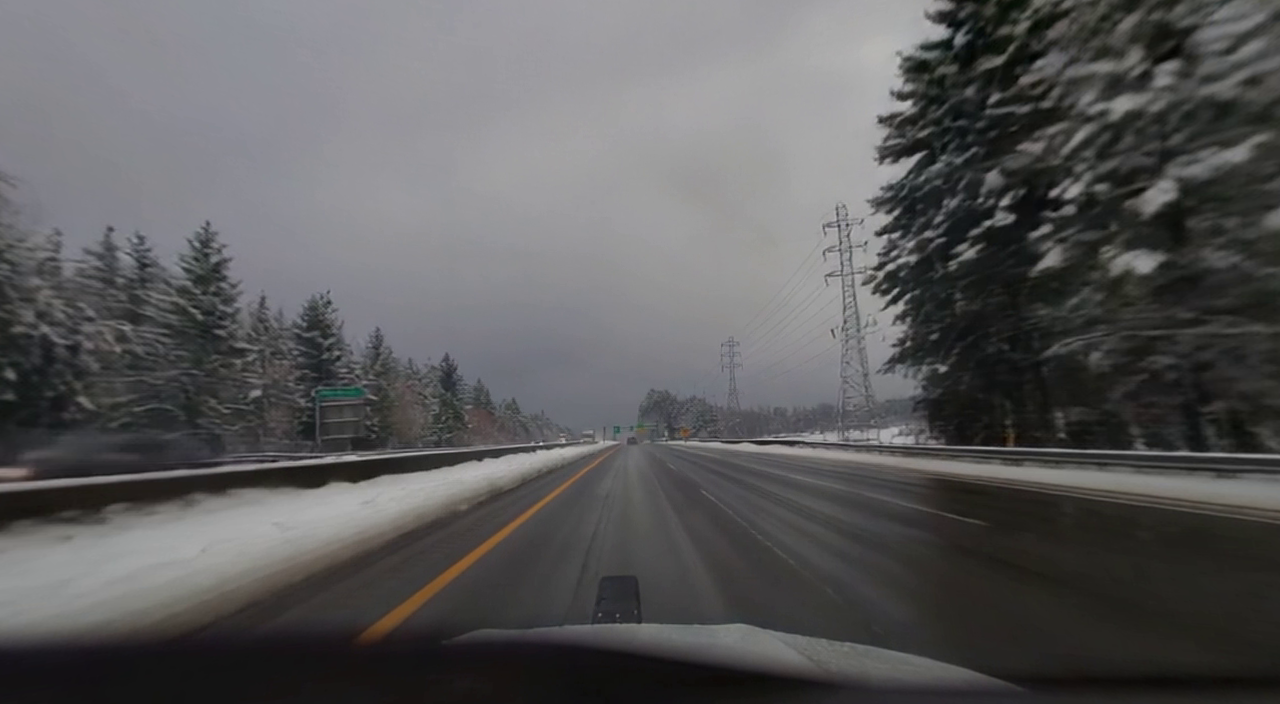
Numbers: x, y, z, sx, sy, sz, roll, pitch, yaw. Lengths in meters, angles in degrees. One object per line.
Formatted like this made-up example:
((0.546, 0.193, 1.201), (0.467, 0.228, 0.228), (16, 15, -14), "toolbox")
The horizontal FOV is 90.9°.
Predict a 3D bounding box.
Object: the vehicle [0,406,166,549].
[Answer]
((-9.348, 1.695, 8.664), (2.174, 1.820, 4.527), (0, -8, -1), "vehicle")
